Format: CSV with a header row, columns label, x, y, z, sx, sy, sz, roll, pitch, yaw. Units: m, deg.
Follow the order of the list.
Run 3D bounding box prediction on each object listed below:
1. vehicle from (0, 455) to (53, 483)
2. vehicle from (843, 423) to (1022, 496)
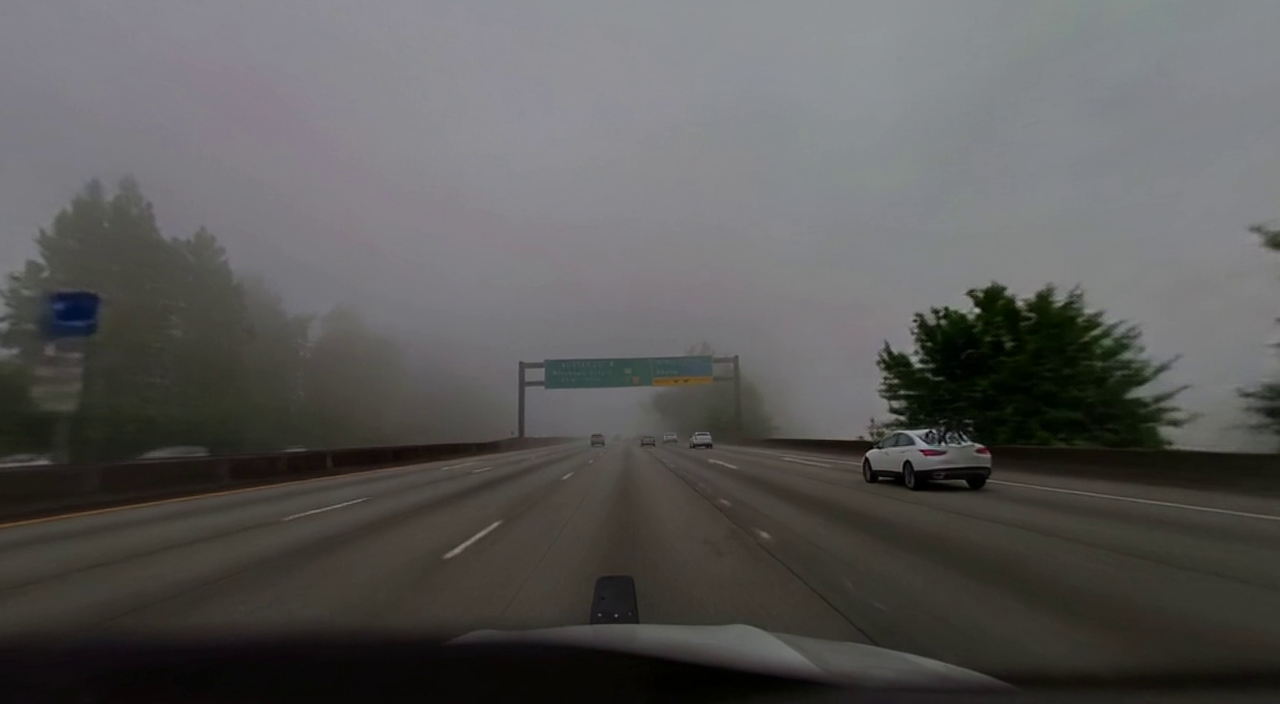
label,x,y,z,sx,sy,sz,roll,pitch,yaw
vehicle,-38.017,7.022,37.938,1.739,1.457,4.072,1,-8,-7
vehicle,6.899,2.569,15.588,2.034,1.511,4.785,0,-8,-1
